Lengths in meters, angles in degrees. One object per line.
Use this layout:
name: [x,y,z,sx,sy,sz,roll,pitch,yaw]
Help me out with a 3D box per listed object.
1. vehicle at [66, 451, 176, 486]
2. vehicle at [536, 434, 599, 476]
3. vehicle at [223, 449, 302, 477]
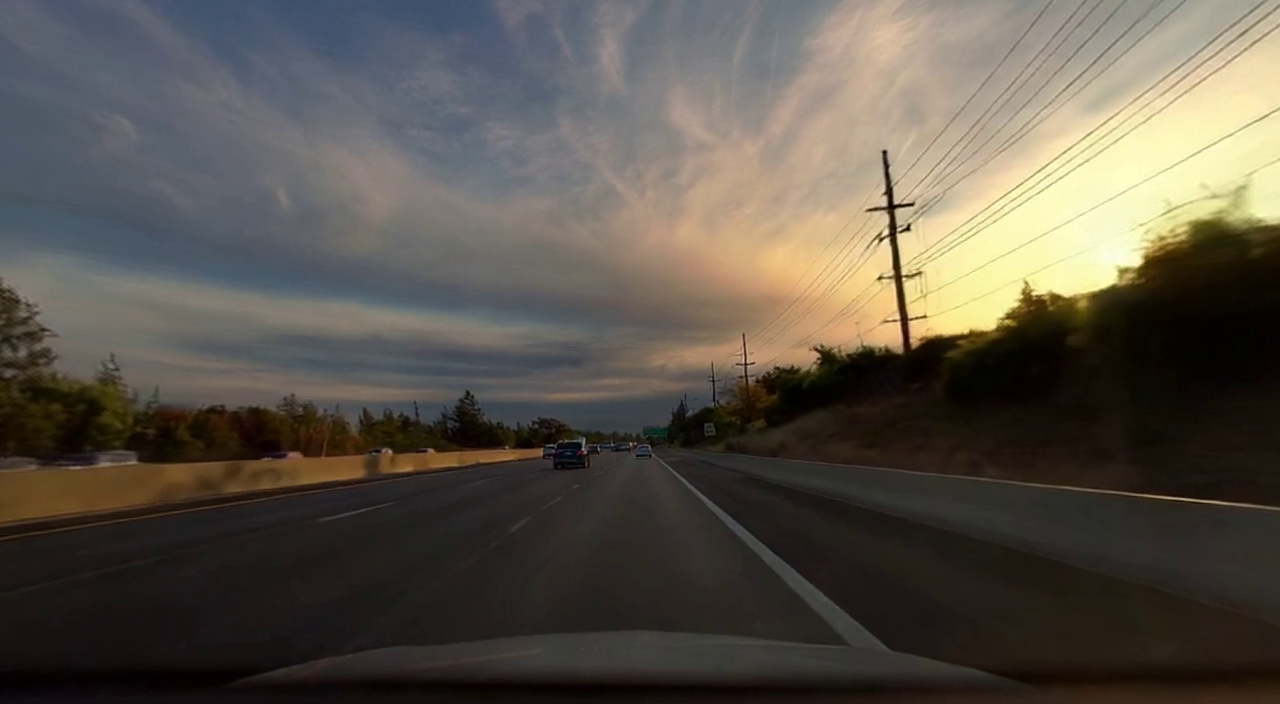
vehicle: [-28.781,6.433,35.168,1.973,1.811,4.881,0,-9,0]
vehicle: [-3.636,5.315,32.689,2.577,1.939,5.408,0,-9,1]
vehicle: [-24.542,7.226,41.204,2.018,1.724,4.942,0,-9,1]
